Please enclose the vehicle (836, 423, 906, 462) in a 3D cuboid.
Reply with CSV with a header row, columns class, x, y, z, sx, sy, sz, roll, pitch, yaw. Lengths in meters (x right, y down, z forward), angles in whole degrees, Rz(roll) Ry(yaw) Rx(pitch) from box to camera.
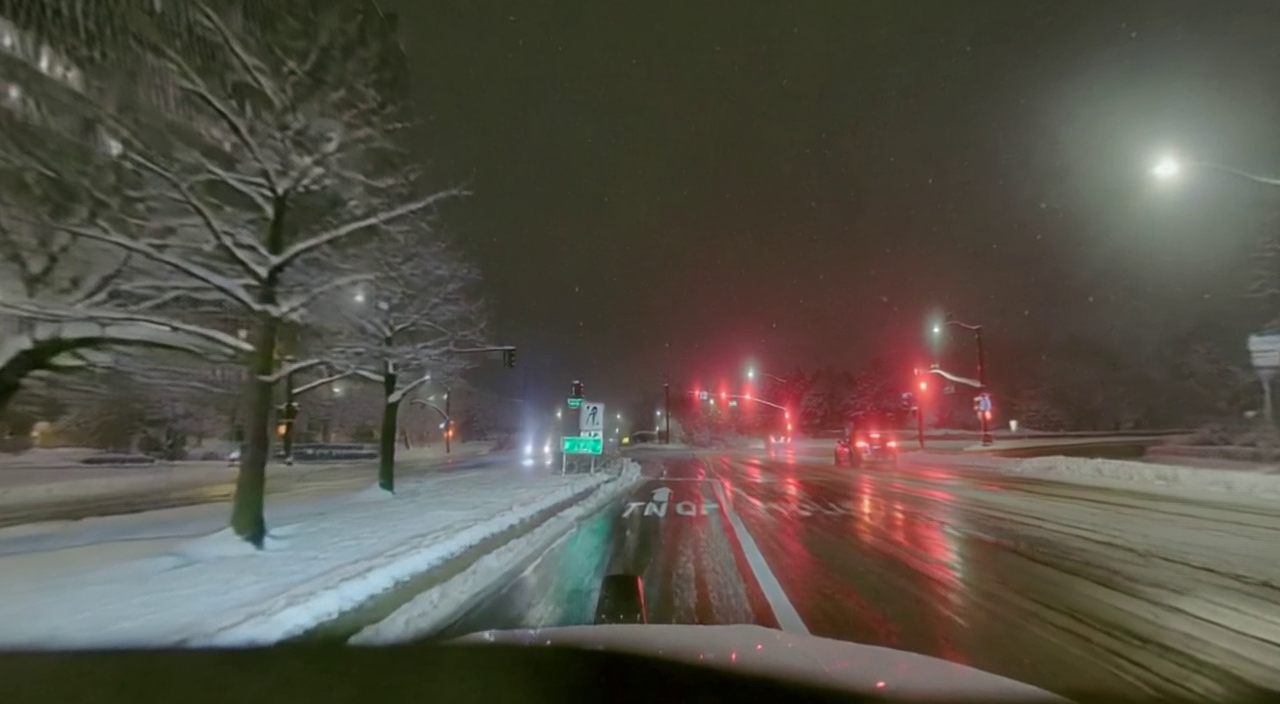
class,x,y,z,sx,sy,sz,roll,pitch,yaw
vehicle,12.011,4.757,33.209,2.156,1.881,4.743,0,-8,4
